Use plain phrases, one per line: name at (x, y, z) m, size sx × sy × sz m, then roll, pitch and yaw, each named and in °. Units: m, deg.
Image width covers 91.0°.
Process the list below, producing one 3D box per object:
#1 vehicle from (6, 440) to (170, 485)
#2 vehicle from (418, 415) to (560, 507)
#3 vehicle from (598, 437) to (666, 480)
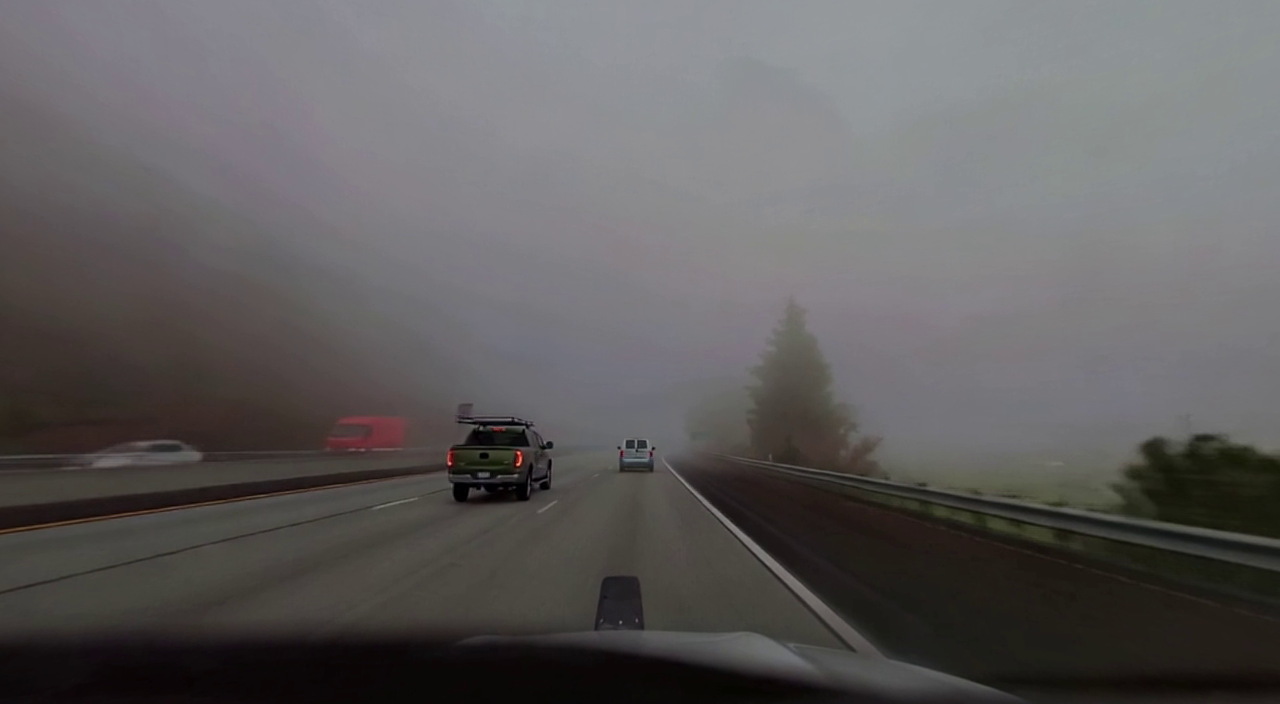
vehicle at (-20.773, 4.165, 24.052) m, size 1.903 × 1.547 × 4.705 m, roll 0°, pitch -9°, yaw 1°
vehicle at (-3.557, 2.700, 16.023) m, size 2.250 × 1.947 × 4.860 m, roll 0°, pitch -9°, yaw 2°
vehicle at (-0.245, 4.648, 27.735) m, size 2.715 × 1.669 × 5.163 m, roll 0°, pitch -9°, yaw 1°
